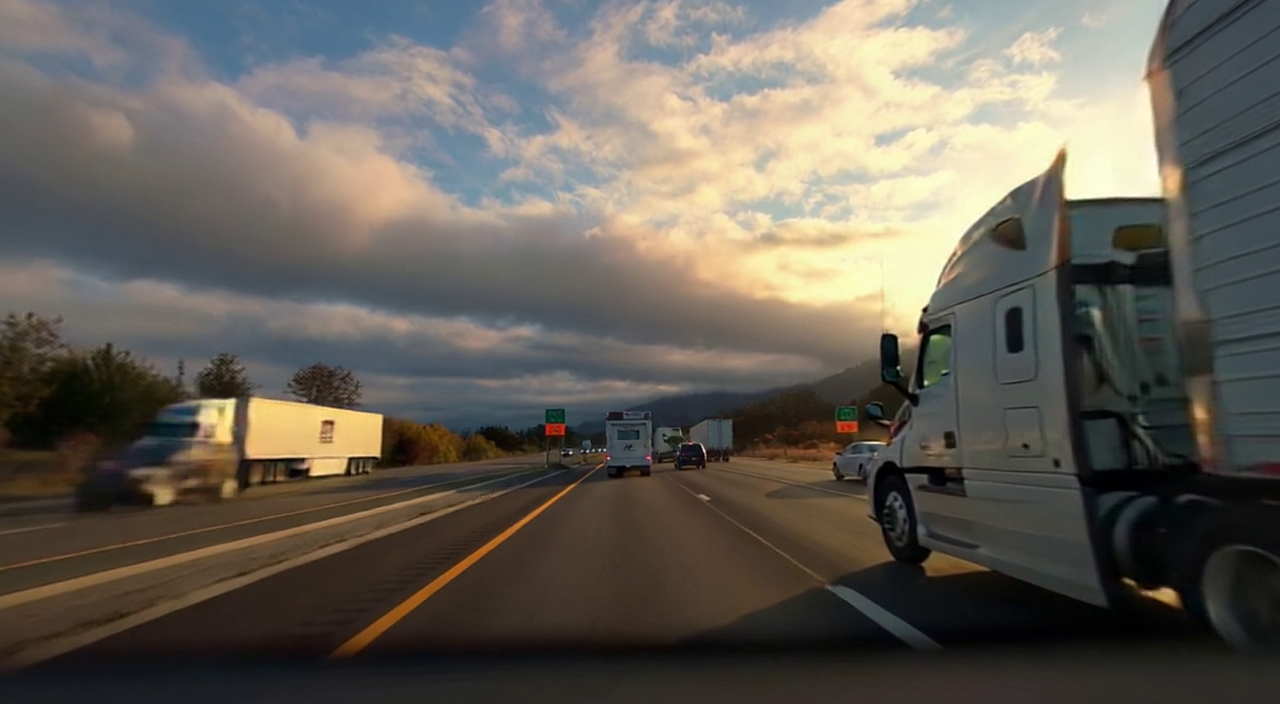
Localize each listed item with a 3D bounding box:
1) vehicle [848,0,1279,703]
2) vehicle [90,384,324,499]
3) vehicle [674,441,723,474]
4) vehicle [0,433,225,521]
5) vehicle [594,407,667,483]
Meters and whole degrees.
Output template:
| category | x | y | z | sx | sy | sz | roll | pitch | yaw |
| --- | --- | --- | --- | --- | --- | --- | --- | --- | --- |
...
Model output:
| category | x | y | z | sx | sy | sz | roll | pitch | yaw |
| --- | --- | --- | --- | --- | --- | --- | --- | --- | --- |
| vehicle | 3.866 | -0.469 | 1.473 | 2.972 | 4.007 | 10.643 | 0 | -9 | 0 |
| vehicle | -18.011 | 3.962 | 27.541 | 3.003 | 4.059 | 10.427 | 0 | -9 | -2 |
| vehicle | 3.045 | 5.600 | 33.424 | 2.127 | 1.642 | 3.899 | 0 | -9 | -1 |
| vehicle | -13.297 | 3.108 | 16.124 | 2.044 | 1.914 | 4.638 | 0 | -9 | 0 |
| vehicle | -0.221 | 3.855 | 25.924 | 2.506 | 2.743 | 6.093 | -1 | -9 | 4 |
